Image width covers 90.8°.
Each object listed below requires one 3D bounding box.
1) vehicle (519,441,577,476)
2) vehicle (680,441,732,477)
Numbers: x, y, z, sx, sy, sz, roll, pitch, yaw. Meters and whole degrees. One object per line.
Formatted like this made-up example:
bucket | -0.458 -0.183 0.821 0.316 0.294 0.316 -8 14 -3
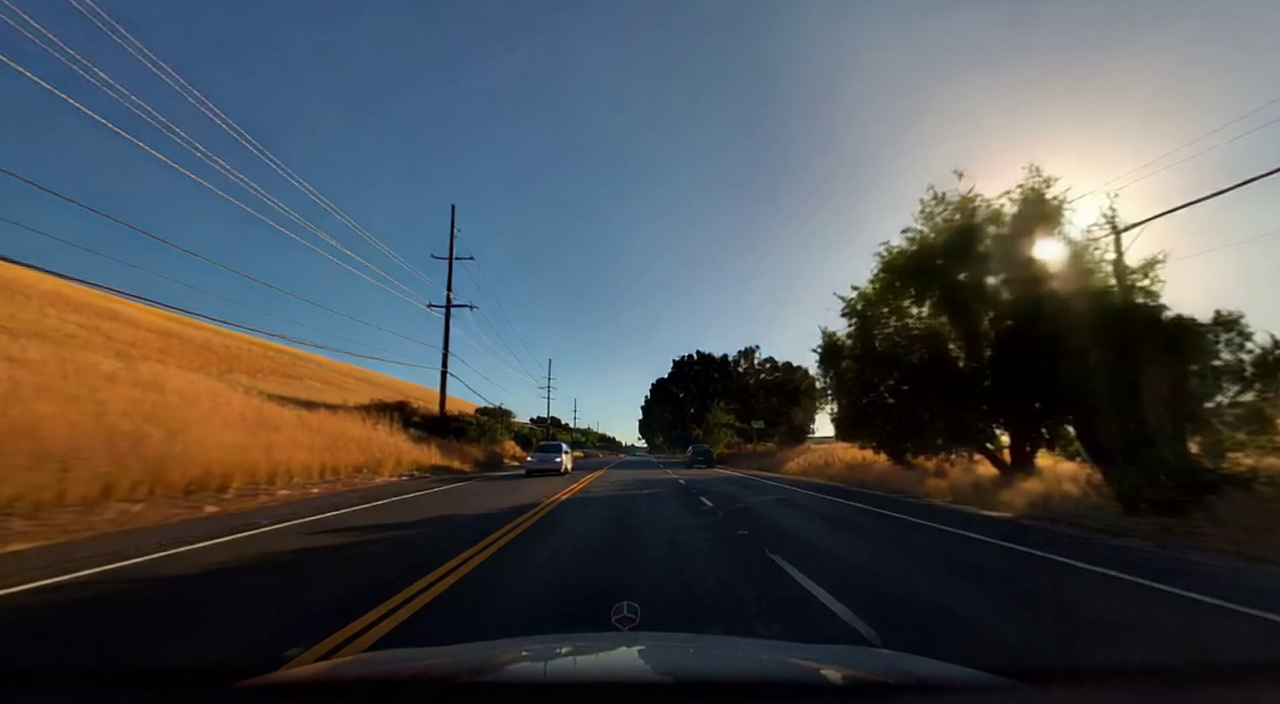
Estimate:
vehicle | -4.224 4.971 29.630 2.022 1.506 4.438 0 -9 0
vehicle | 3.273 5.393 32.091 2.135 1.692 4.185 0 -9 -1
